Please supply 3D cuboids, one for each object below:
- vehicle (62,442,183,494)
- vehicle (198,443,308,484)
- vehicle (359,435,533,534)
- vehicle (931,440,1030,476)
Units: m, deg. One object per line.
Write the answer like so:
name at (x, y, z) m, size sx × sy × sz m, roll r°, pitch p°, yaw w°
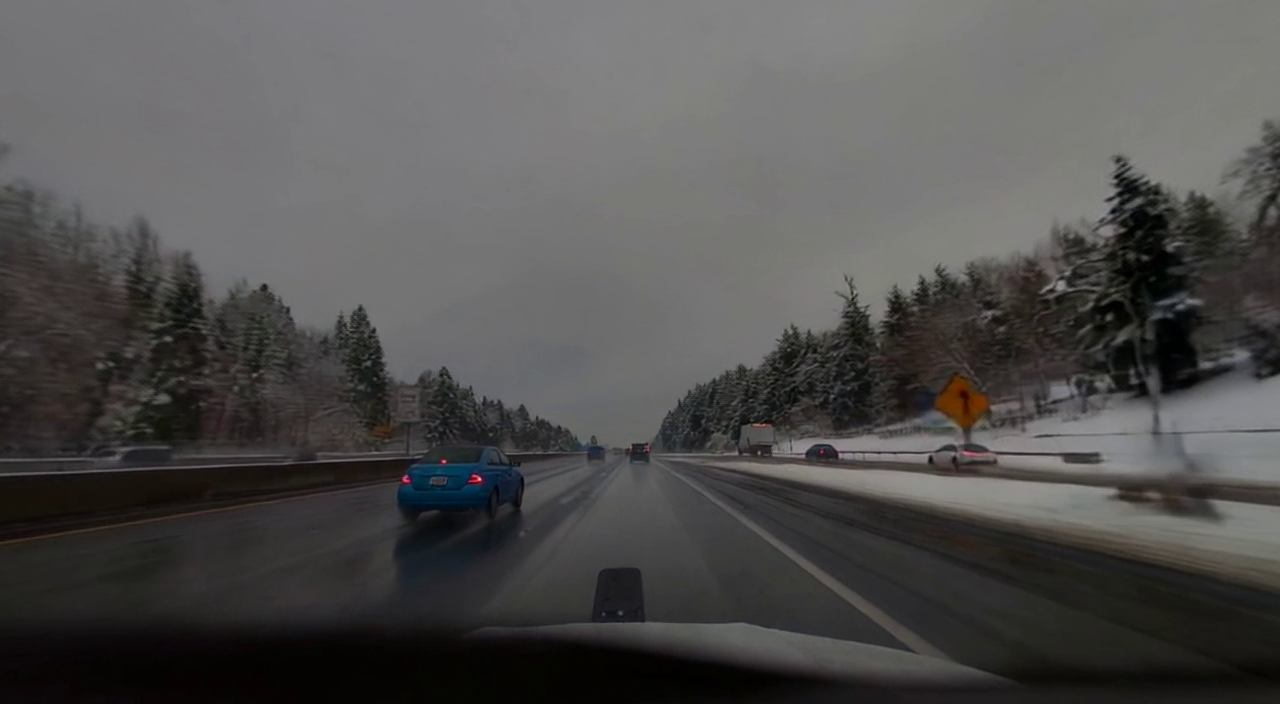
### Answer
vehicle at (-36.890, 8.244, 45.468) m, size 2.849 × 3.374 × 7.257 m, roll 1°, pitch -9°, yaw -5°
vehicle at (-17.353, 5.005, 28.672) m, size 2.043 × 1.651 × 4.727 m, roll 0°, pitch -9°, yaw -1°
vehicle at (-3.435, 2.431, 12.171) m, size 2.020 × 1.554 × 4.137 m, roll 0°, pitch -9°, yaw 0°
vehicle at (15.574, 4.875, 29.253) m, size 1.873 × 1.463 × 4.937 m, roll 0°, pitch -9°, yaw 1°
